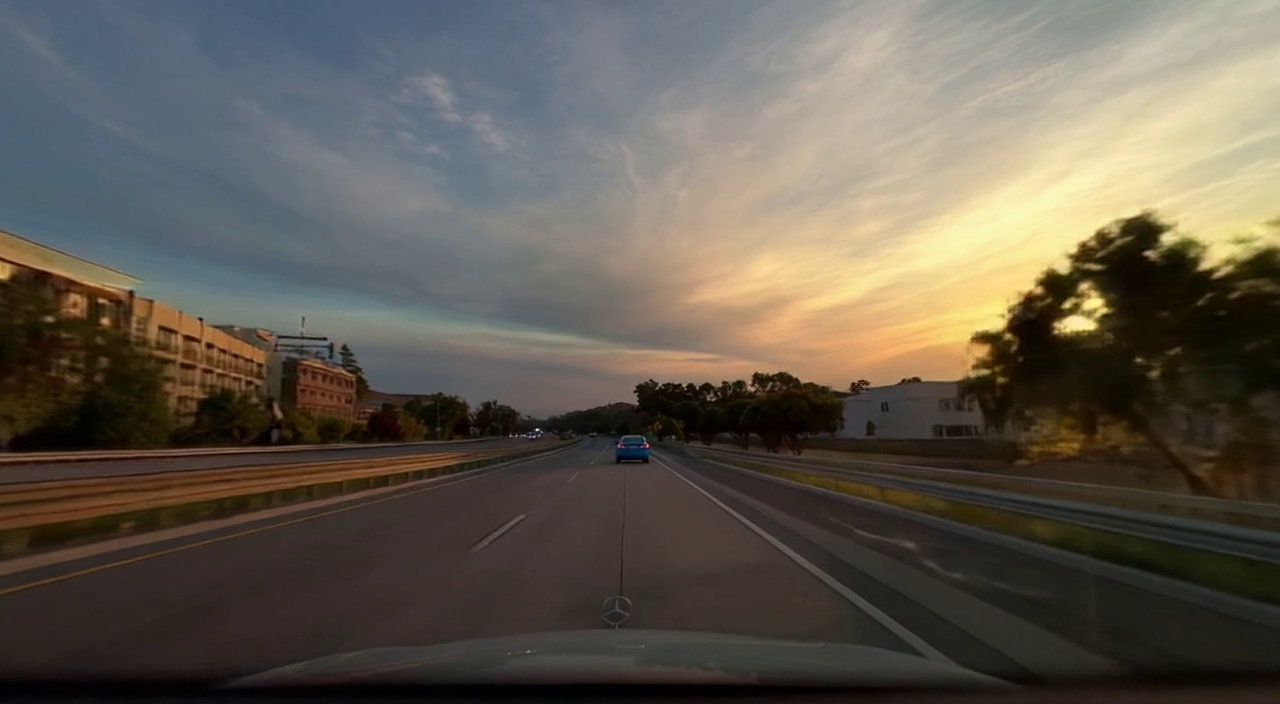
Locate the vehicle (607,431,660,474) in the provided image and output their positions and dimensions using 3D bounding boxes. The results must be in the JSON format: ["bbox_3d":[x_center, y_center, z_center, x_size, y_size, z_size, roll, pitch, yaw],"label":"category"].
[{"bbox_3d":[-0.290,4.105,25.929,2.020,1.633,3.942,0,-8,-1],"label":"vehicle"}]
